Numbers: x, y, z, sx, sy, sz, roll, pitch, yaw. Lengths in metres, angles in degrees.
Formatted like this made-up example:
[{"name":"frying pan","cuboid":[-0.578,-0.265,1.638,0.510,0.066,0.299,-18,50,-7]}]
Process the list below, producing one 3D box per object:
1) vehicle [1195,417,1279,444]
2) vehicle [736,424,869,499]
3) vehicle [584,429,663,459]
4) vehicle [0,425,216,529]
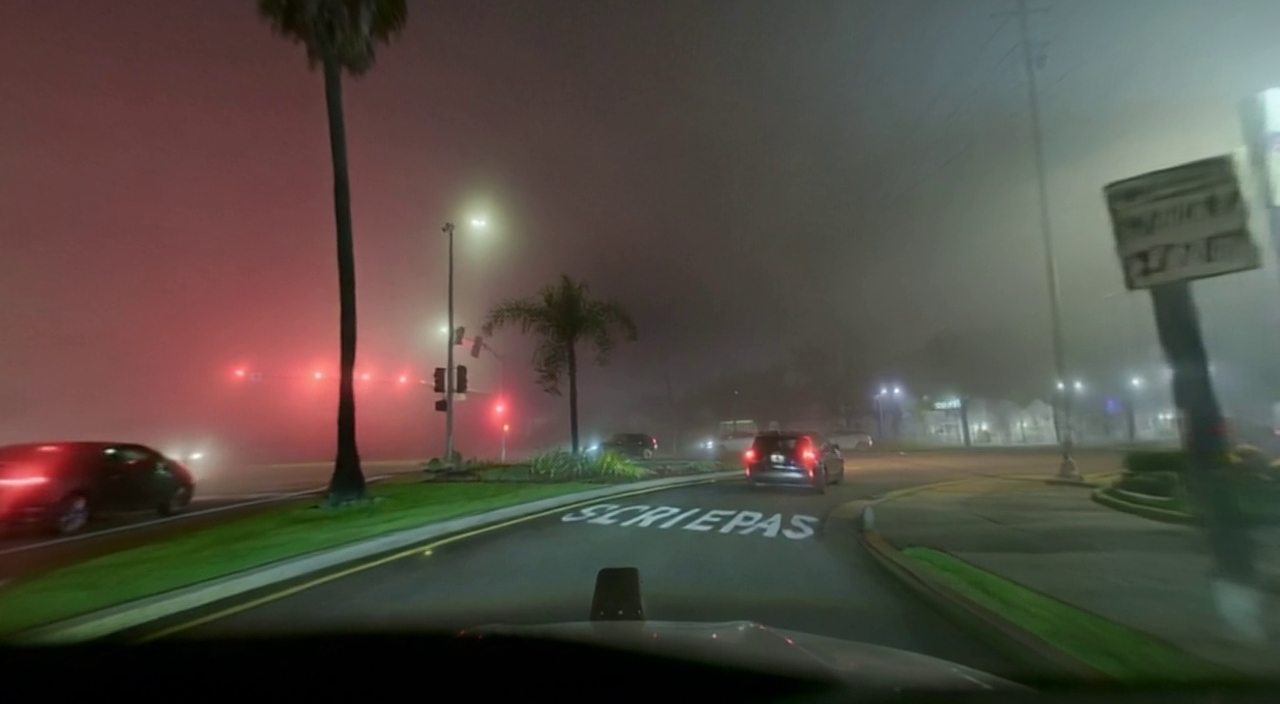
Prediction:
[{"name":"vehicle","cuboid":[37.466,4.875,39.023,4.458,1.589,2.044,1,-7,-3]},{"name":"vehicle","cuboid":[4.103,2.601,15.349,2.070,1.493,4.570,-4,-10,27]},{"name":"vehicle","cuboid":[-1.081,5.806,39.939,4.757,1.633,1.932,0,-8,-11]},{"name":"vehicle","cuboid":[-9.904,2.145,11.348,1.912,1.487,4.471,1,-9,-7]}]
